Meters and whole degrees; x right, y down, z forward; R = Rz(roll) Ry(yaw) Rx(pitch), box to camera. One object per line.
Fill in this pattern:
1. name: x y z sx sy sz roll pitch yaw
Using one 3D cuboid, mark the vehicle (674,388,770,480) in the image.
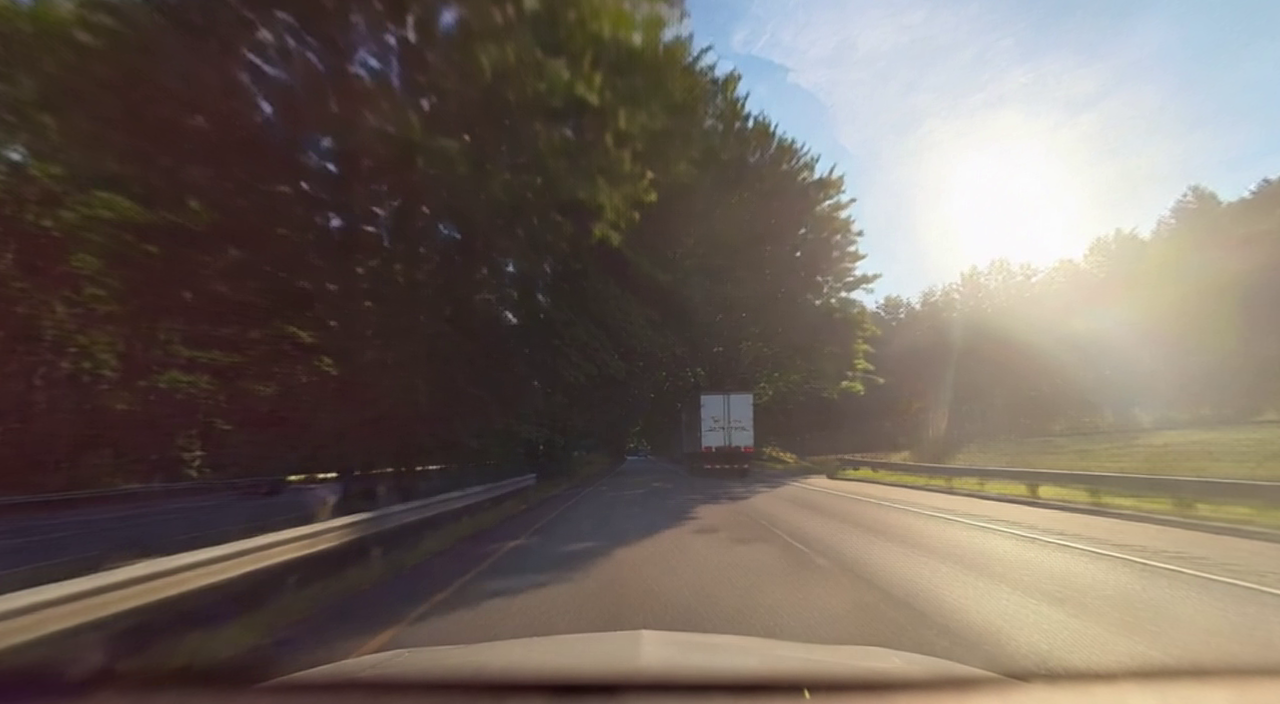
1. vehicle: 3.780 4.470 33.228 2.955 3.825 14.115 0 -9 -1
